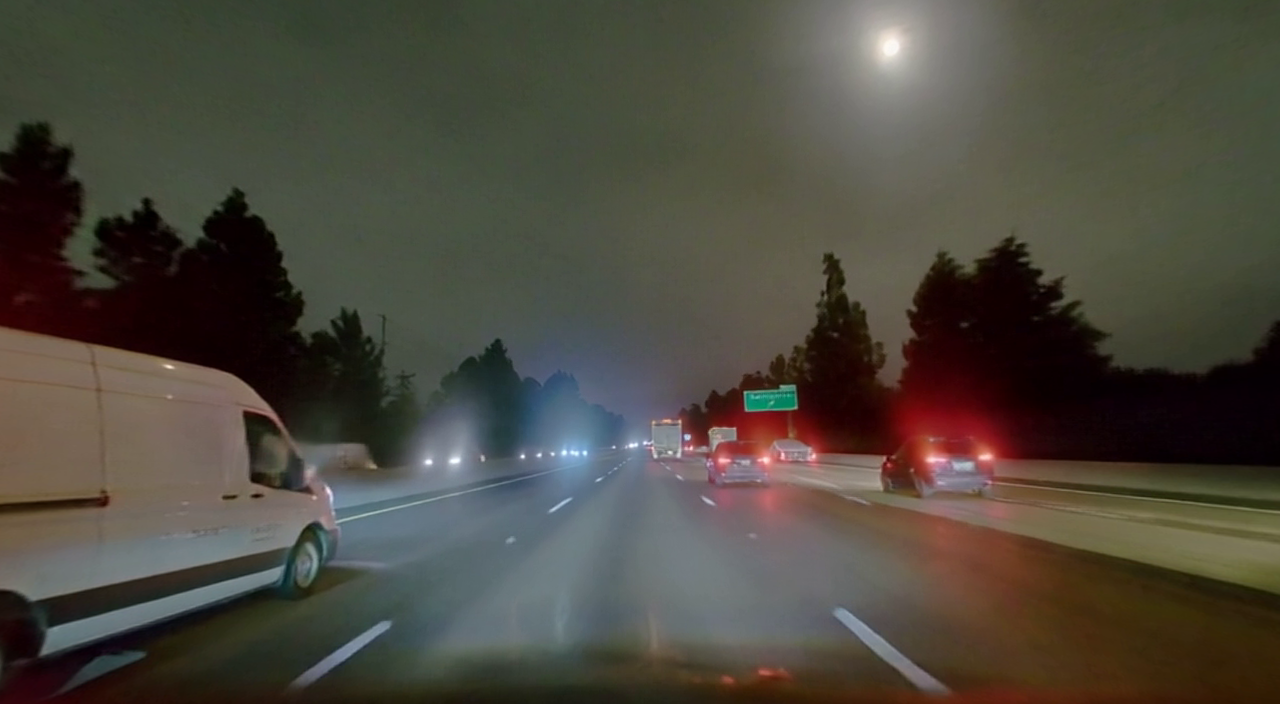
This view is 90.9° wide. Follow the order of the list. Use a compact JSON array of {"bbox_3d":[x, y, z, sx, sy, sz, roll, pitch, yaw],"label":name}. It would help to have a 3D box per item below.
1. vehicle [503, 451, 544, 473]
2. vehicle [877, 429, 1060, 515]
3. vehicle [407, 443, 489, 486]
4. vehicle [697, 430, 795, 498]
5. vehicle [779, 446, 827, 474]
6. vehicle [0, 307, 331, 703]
[{"bbox_3d":[-8.028,7.629,43.943,1.911,1.440,4.514,0,-8,1],"label":"vehicle"},{"bbox_3d":[7.412,2.727,14.857,1.976,1.703,4.288,0,-8,0],"label":"vehicle"},{"bbox_3d":[-8.110,4.779,27.130,2.081,1.656,4.378,0,-8,1],"label":"vehicle"},{"bbox_3d":[3.176,3.471,19.999,2.209,1.862,4.717,0,-8,-1],"label":"vehicle"},{"bbox_3d":[9.184,6.084,35.807,1.827,1.493,3.919,-1,-8,3],"label":"vehicle"},{"bbox_3d":[-3.813,0.784,2.714,2.159,1.922,5.345,0,-8,1],"label":"vehicle"}]
